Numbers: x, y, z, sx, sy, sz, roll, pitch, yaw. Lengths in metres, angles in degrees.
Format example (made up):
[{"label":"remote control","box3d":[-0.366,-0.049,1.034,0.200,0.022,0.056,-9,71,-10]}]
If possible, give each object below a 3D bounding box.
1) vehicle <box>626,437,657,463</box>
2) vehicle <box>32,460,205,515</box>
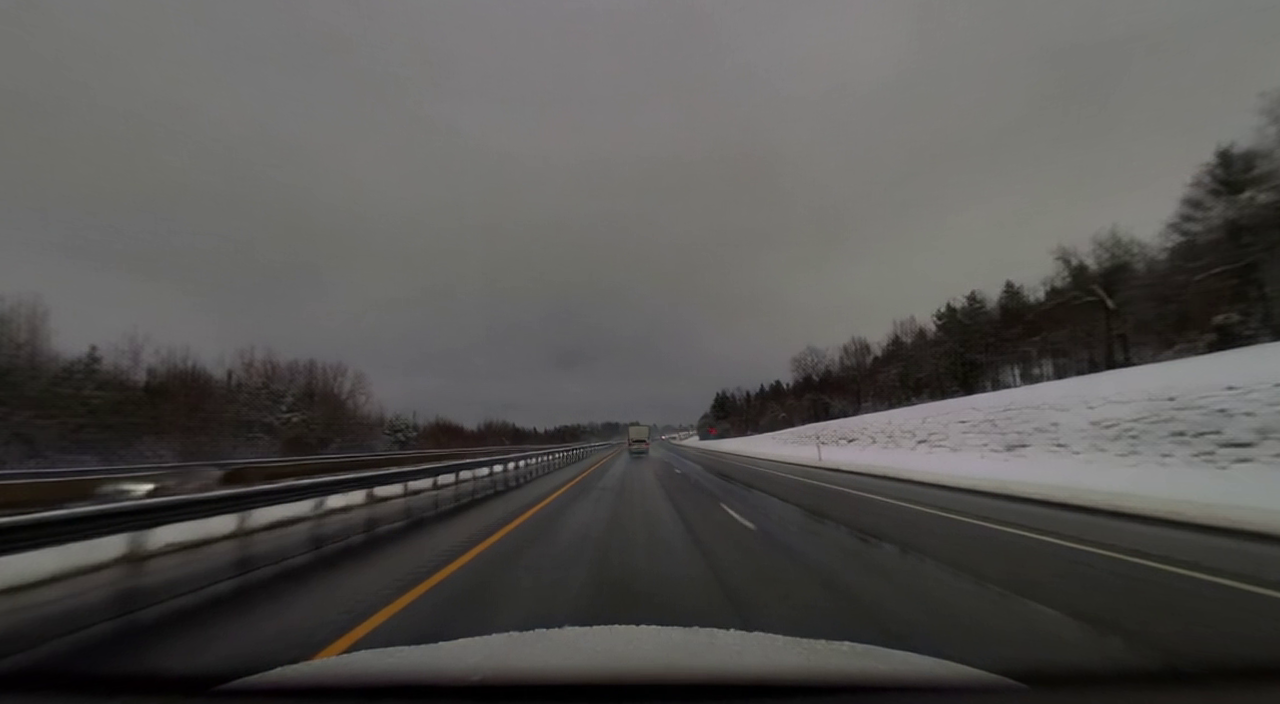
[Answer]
[{"label":"vehicle","box3d":[0.072,6.853,44.105,2.059,1.696,4.165,0,-8,-1]},{"label":"vehicle","box3d":[-16.926,4.371,20.784,2.019,1.473,4.338,0,-8,-1]}]
